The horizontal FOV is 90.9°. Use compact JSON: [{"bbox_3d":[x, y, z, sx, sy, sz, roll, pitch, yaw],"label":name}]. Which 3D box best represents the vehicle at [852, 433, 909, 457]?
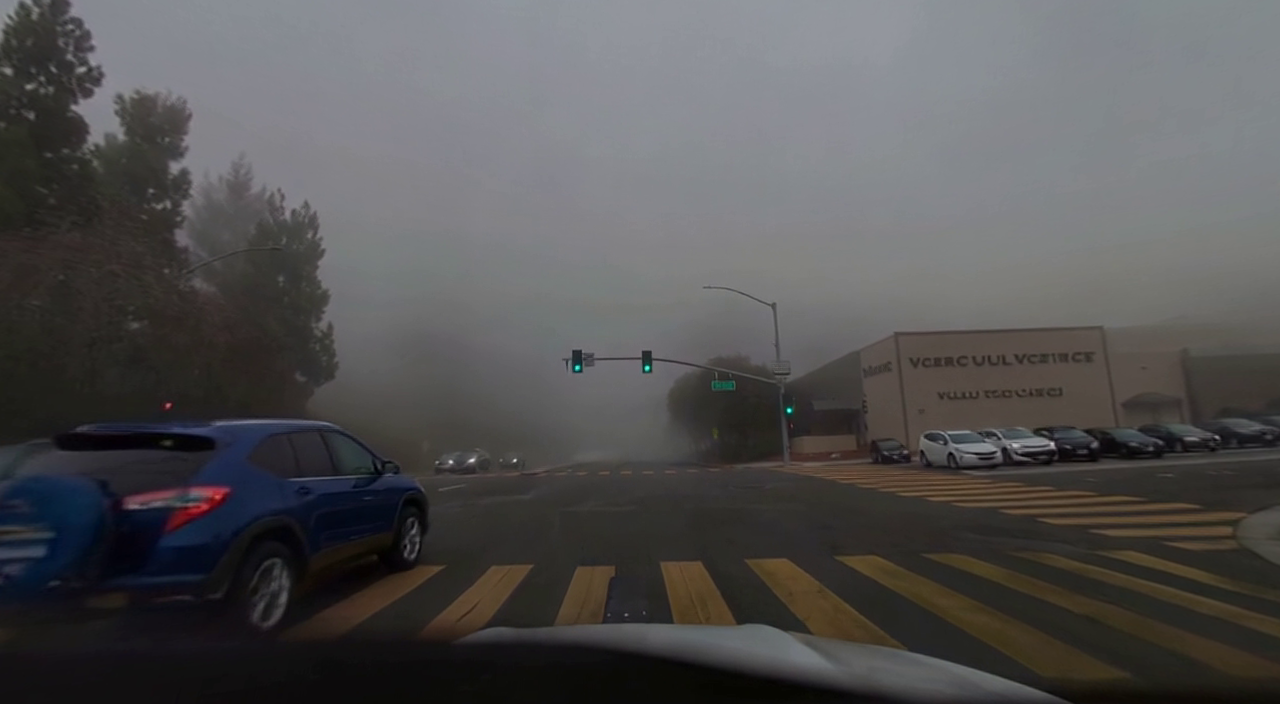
[{"bbox_3d":[17.352,6.743,45.546,3.329,1.415,1.821,-5,-9,3],"label":"vehicle"}]

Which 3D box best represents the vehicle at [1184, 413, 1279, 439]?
[{"bbox_3d":[38.402,4.884,41.022,1.715,1.480,4.701,-1,-9,-1],"label":"vehicle"}]

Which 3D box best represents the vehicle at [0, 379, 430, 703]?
[{"bbox_3d":[-3.454,1.282,5.227,1.934,1.649,4.490,0,-8,-1],"label":"vehicle"}]

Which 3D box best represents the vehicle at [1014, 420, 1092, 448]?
[{"bbox_3d":[26.302,5.281,40.307,2.011,1.656,4.163,0,-9,-2],"label":"vehicle"}]

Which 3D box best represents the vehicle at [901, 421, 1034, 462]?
[{"bbox_3d":[13.954,3.839,27.060,4.566,1.670,2.000,0,-9,-3],"label":"vehicle"}]

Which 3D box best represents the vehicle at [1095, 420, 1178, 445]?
[{"bbox_3d":[31.312,5.118,39.916,1.823,1.480,4.003,0,-9,-4],"label":"vehicle"}]

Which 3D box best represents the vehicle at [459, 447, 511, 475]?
[{"bbox_3d":[-9.286,6.528,38.013,2.026,1.616,4.199,0,-9,0],"label":"vehicle"}]
